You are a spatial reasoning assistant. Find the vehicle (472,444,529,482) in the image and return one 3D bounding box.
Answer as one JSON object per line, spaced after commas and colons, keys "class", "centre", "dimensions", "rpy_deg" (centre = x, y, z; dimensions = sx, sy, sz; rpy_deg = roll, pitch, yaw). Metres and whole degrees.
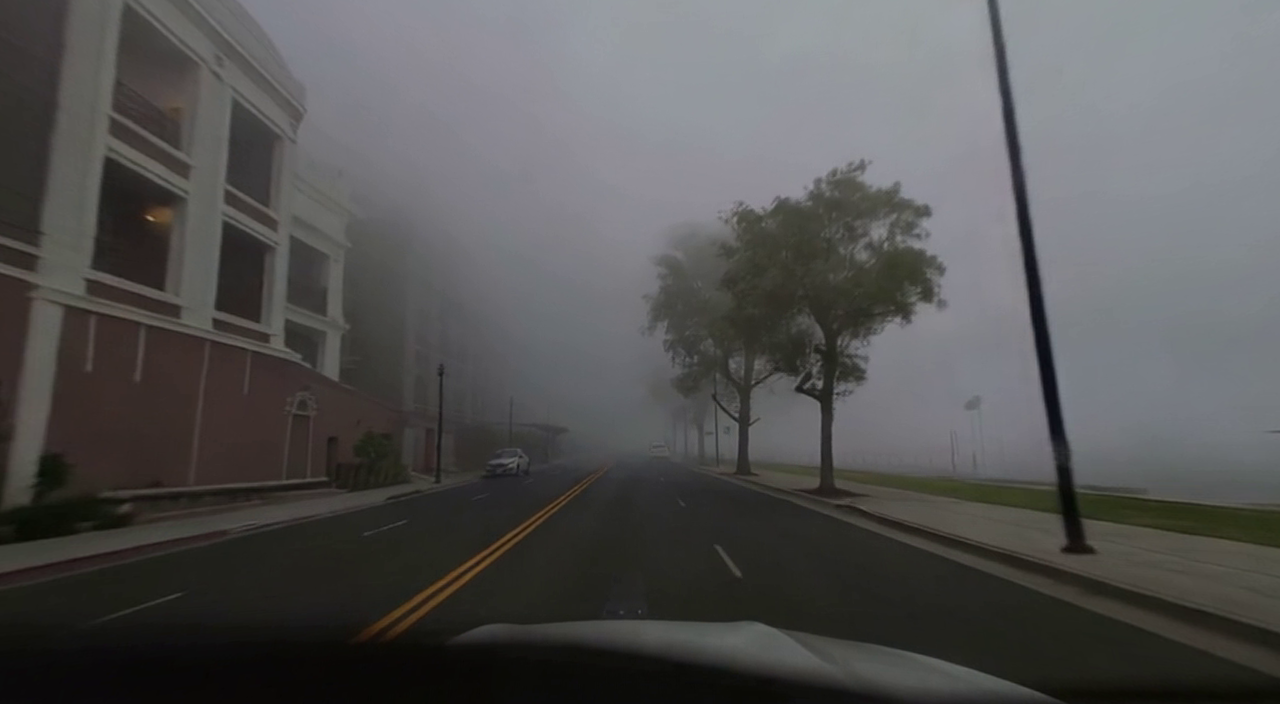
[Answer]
{"class": "vehicle", "centre": [-6.892, 5.504, 31.618], "dimensions": [1.946, 1.640, 4.430], "rpy_deg": [-2, -9, -1]}
